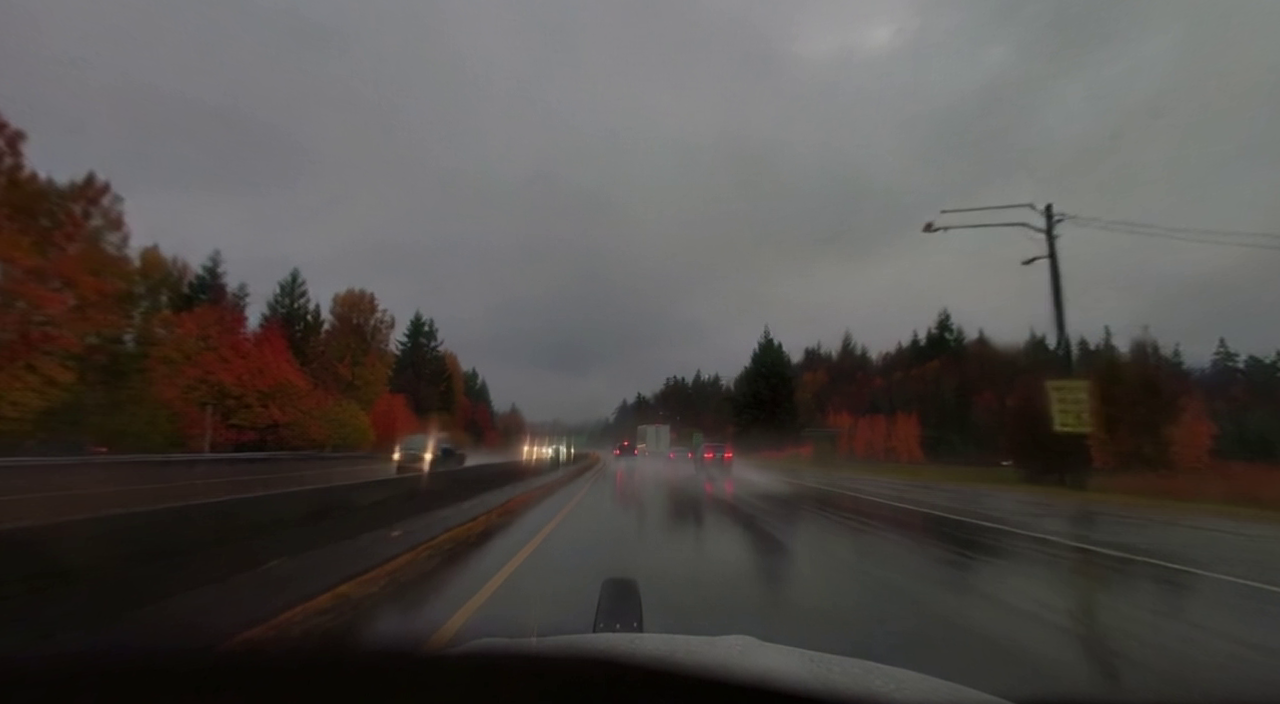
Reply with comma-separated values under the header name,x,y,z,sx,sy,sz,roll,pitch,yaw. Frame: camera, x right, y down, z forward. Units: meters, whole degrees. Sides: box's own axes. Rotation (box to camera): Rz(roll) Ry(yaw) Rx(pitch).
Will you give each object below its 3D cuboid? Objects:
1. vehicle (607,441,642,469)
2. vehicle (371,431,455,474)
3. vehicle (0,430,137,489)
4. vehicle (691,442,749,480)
name,x,y,z,sx,sy,sz,roll,pitch,yaw
vehicle,-1.057,6.728,41.167,2.151,1.693,4.201,0,-9,-2
vehicle,-9.069,4.056,25.442,1.934,1.550,4.072,-1,-9,-1
vehicle,-45.835,7.935,46.687,2.957,4.004,18.233,0,-8,-4
vehicle,3.451,4.772,27.780,1.968,1.513,3.911,0,-9,-1
